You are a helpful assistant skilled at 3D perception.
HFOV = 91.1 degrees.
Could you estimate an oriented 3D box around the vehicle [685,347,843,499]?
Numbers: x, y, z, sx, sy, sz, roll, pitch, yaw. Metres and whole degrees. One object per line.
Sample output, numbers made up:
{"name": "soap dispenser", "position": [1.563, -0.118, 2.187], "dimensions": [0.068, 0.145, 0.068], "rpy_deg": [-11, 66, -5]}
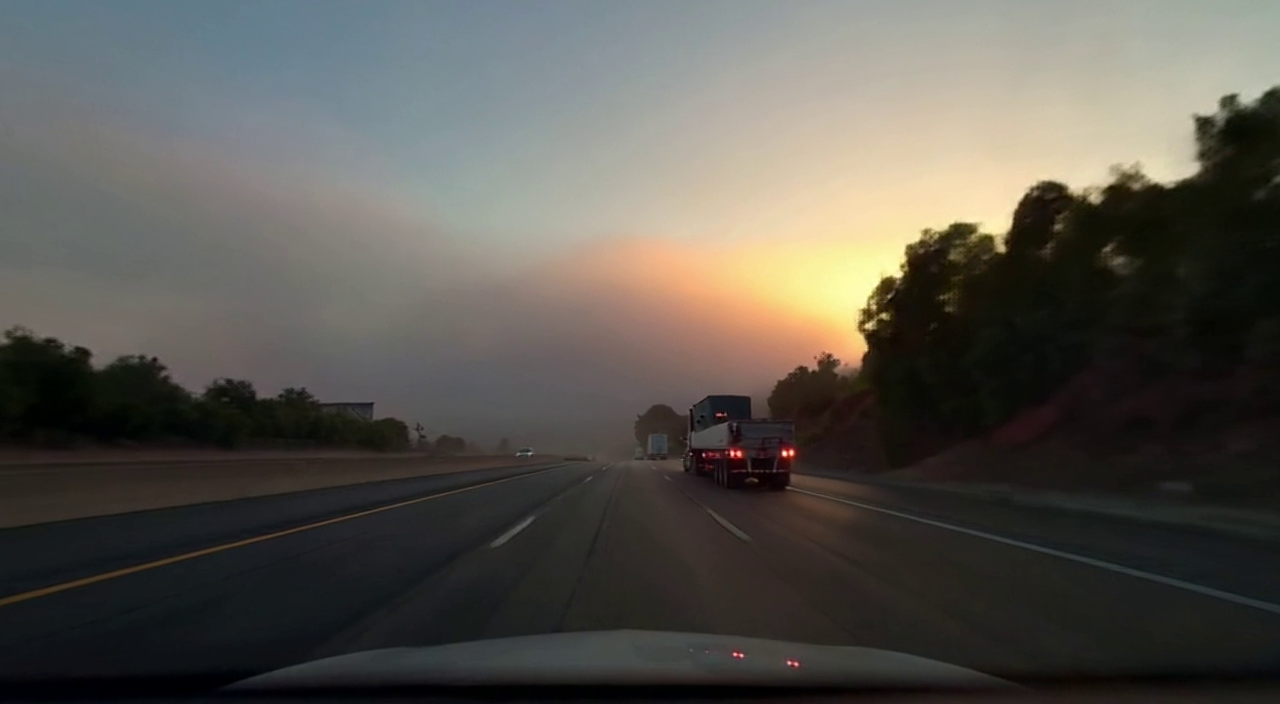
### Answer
{"name": "vehicle", "position": [3.717, 2.845, 23.189], "dimensions": [3.037, 3.999, 13.133], "rpy_deg": [0, -9, -1]}
